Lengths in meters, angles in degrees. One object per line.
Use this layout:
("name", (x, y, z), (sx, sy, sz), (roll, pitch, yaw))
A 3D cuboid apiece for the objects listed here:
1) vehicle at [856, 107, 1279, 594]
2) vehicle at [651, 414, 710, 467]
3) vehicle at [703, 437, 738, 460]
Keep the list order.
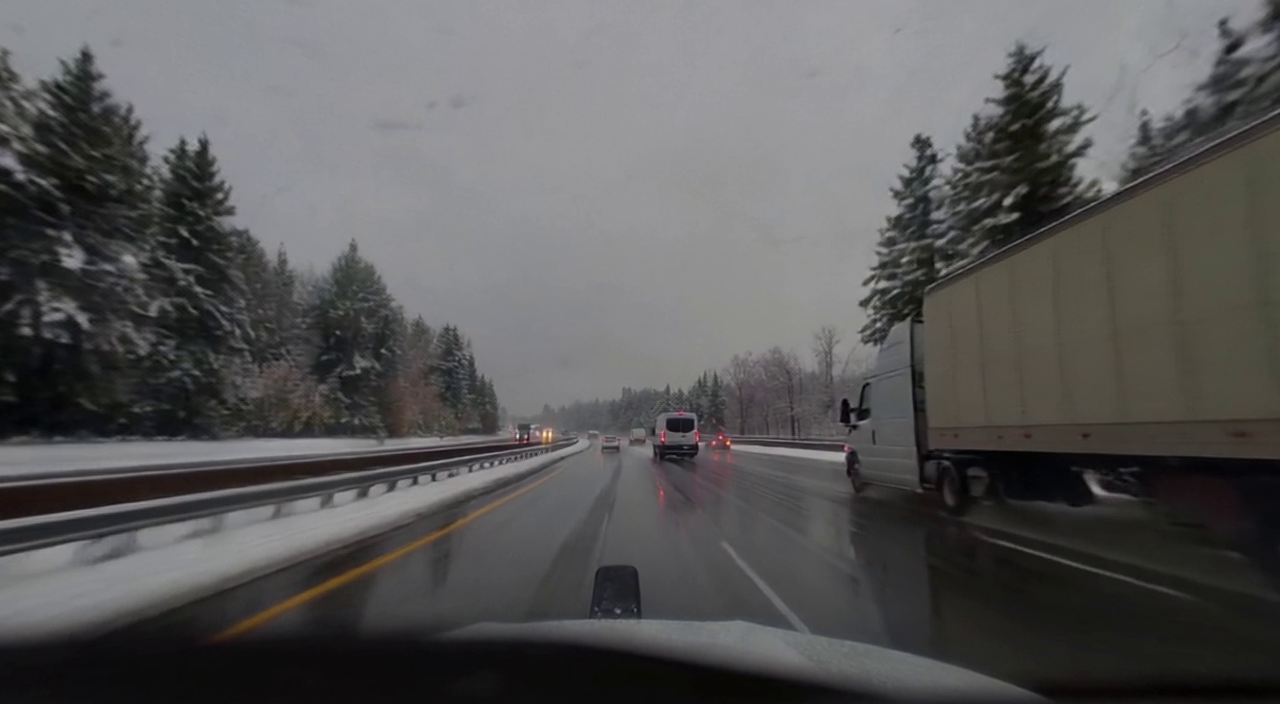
("vehicle", (6.814, 0.389, 8.303), (2.904, 4.054, 14.017), (0, -8, 0))
("vehicle", (1.980, 4.625, 33.095), (2.436, 2.521, 5.409), (0, -8, -3))
("vehicle", (5.522, 6.652, 43.699), (1.821, 1.468, 3.805), (0, -8, -2))
